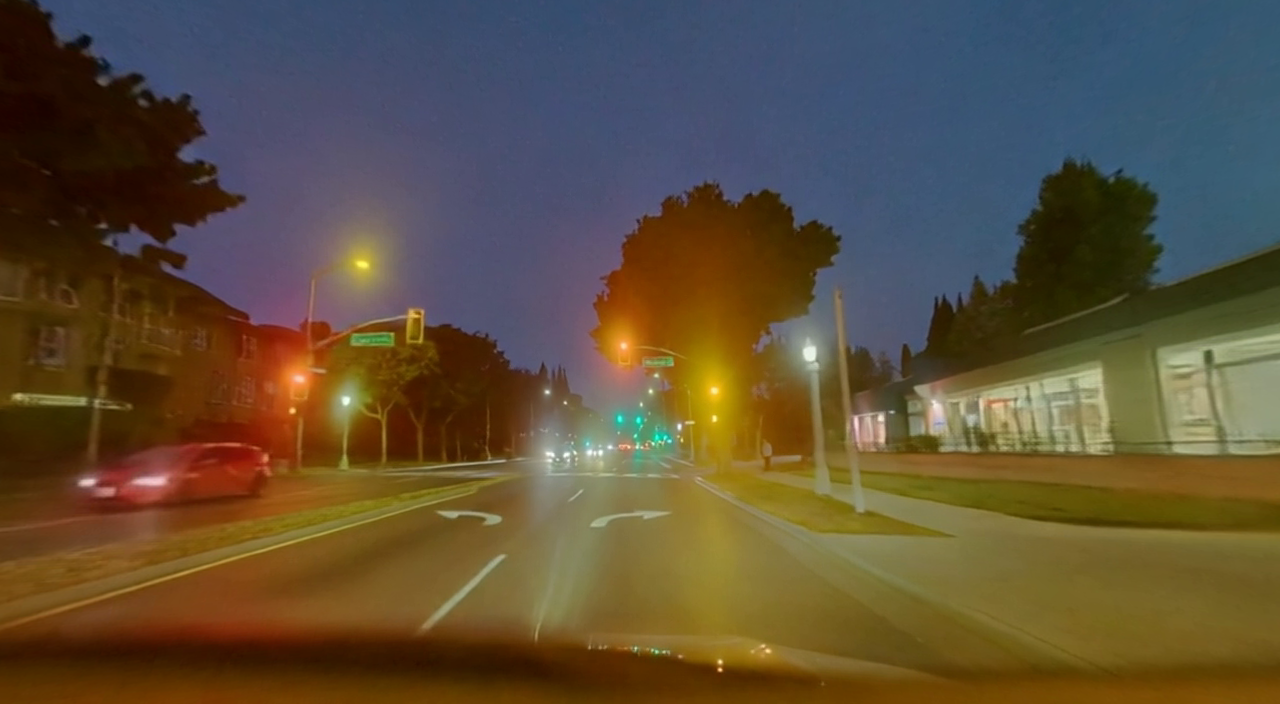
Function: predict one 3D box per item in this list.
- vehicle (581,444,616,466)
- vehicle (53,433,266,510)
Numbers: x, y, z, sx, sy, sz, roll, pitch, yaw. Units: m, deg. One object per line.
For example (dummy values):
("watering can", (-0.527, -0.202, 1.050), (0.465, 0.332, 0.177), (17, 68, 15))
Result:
("vehicle", (-2.908, 7.330, 45.147), (2.122, 1.469, 4.388), (0, -9, 1))
("vehicle", (-10.819, 2.701, 14.657), (1.873, 1.532, 3.777), (0, -9, 1))
